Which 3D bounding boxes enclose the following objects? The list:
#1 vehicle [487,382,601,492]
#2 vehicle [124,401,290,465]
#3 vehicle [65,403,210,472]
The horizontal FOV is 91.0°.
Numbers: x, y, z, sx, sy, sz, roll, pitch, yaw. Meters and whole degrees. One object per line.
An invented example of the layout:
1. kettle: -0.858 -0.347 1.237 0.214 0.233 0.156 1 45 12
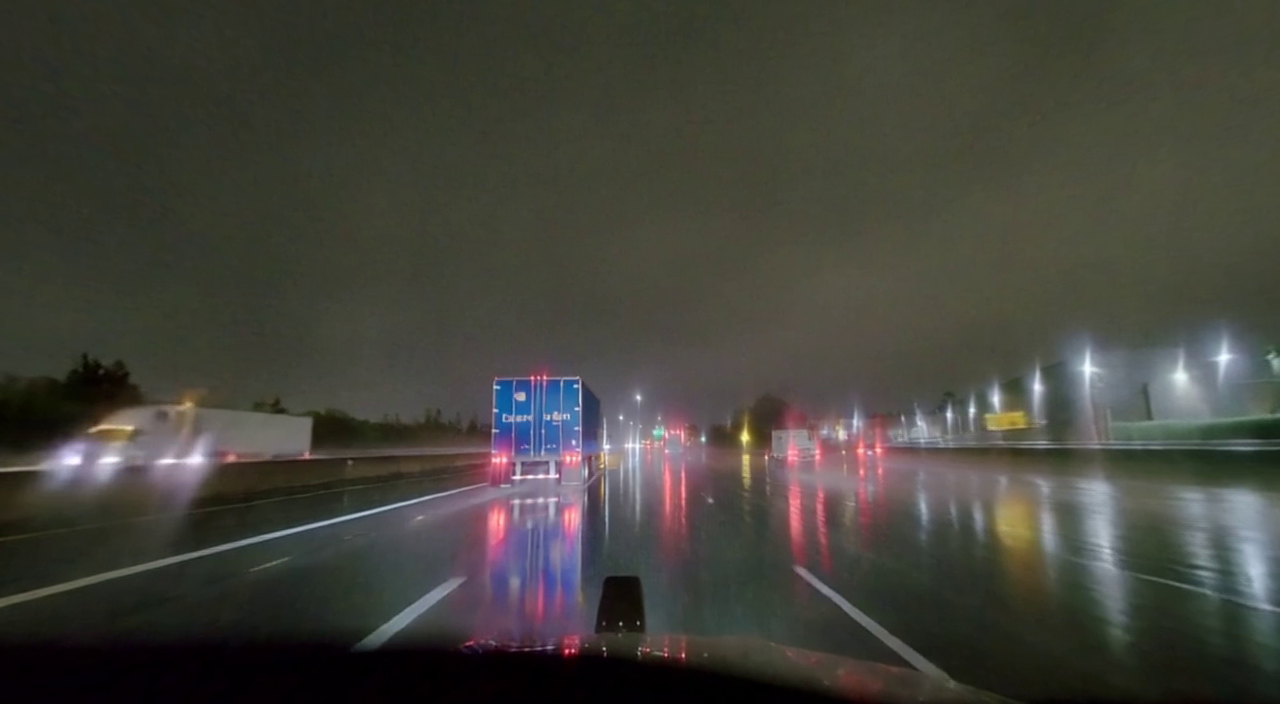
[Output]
1. vehicle: -3.267 3.300 24.020 2.922 3.458 8.360 0 -9 1
2. vehicle: -28.823 5.709 43.094 2.921 3.762 11.824 0 -9 0
3. vehicle: -28.858 5.015 36.633 3.020 3.679 6.256 0 -9 0
